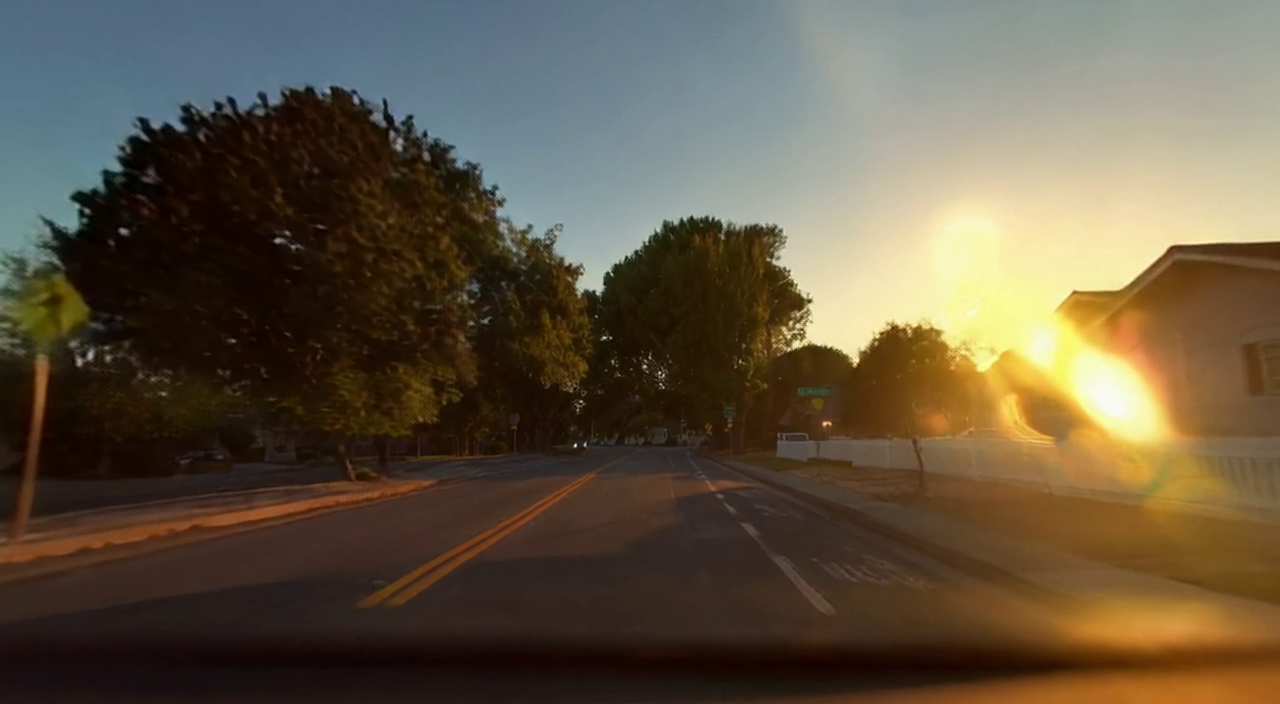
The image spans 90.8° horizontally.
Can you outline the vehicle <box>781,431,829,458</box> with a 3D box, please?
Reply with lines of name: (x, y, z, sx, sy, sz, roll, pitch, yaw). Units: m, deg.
vehicle: (11.031, 6.242, 42.553, 1.938, 1.695, 4.296, 0, -8, -1)
